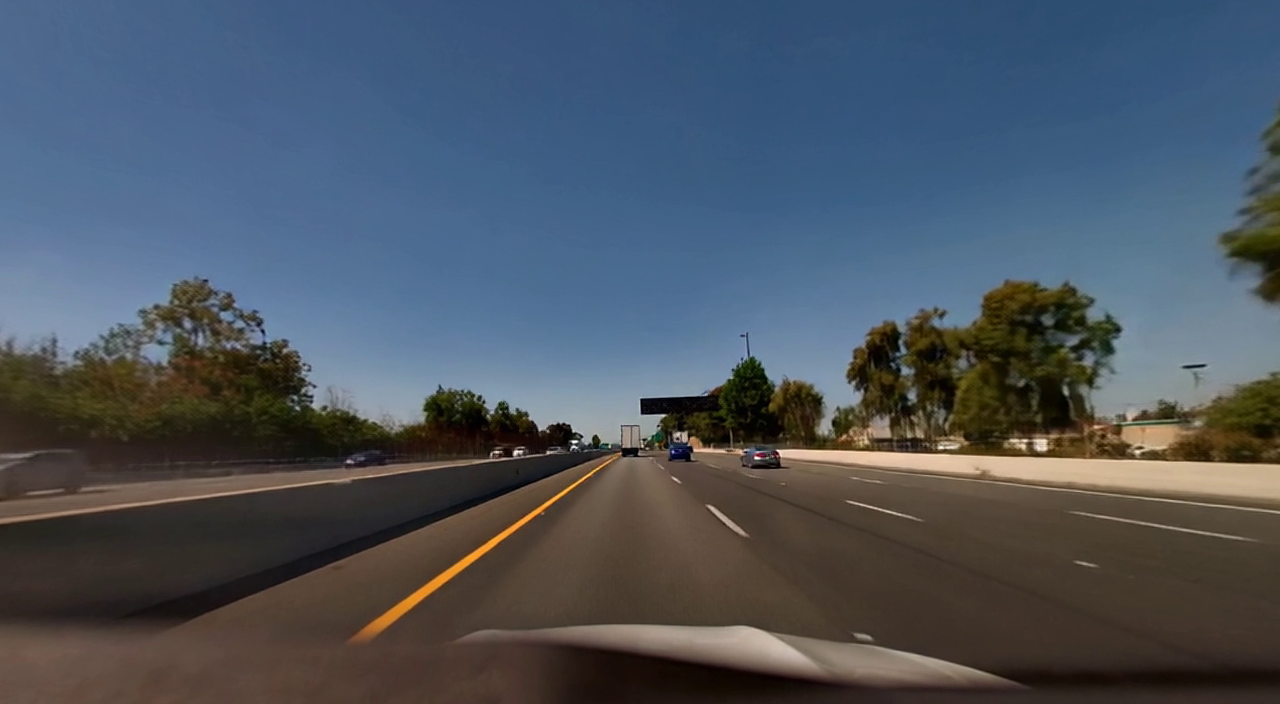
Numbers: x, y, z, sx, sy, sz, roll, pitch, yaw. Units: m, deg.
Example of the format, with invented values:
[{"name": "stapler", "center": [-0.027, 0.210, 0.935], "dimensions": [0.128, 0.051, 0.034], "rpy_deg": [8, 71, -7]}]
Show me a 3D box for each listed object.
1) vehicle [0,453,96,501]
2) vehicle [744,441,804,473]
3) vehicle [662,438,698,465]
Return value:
[{"name": "vehicle", "center": [-22.196, 4.338, 22.115], "dimensions": [1.912, 1.513, 5.034], "rpy_deg": [0, -8, -1]}, {"name": "vehicle", "center": [6.642, 5.247, 31.767], "dimensions": [2.009, 1.456, 4.097], "rpy_deg": [0, -9, -1]}, {"name": "vehicle", "center": [2.833, 7.190, 45.870], "dimensions": [2.258, 1.824, 4.908], "rpy_deg": [0, -9, -1]}]
